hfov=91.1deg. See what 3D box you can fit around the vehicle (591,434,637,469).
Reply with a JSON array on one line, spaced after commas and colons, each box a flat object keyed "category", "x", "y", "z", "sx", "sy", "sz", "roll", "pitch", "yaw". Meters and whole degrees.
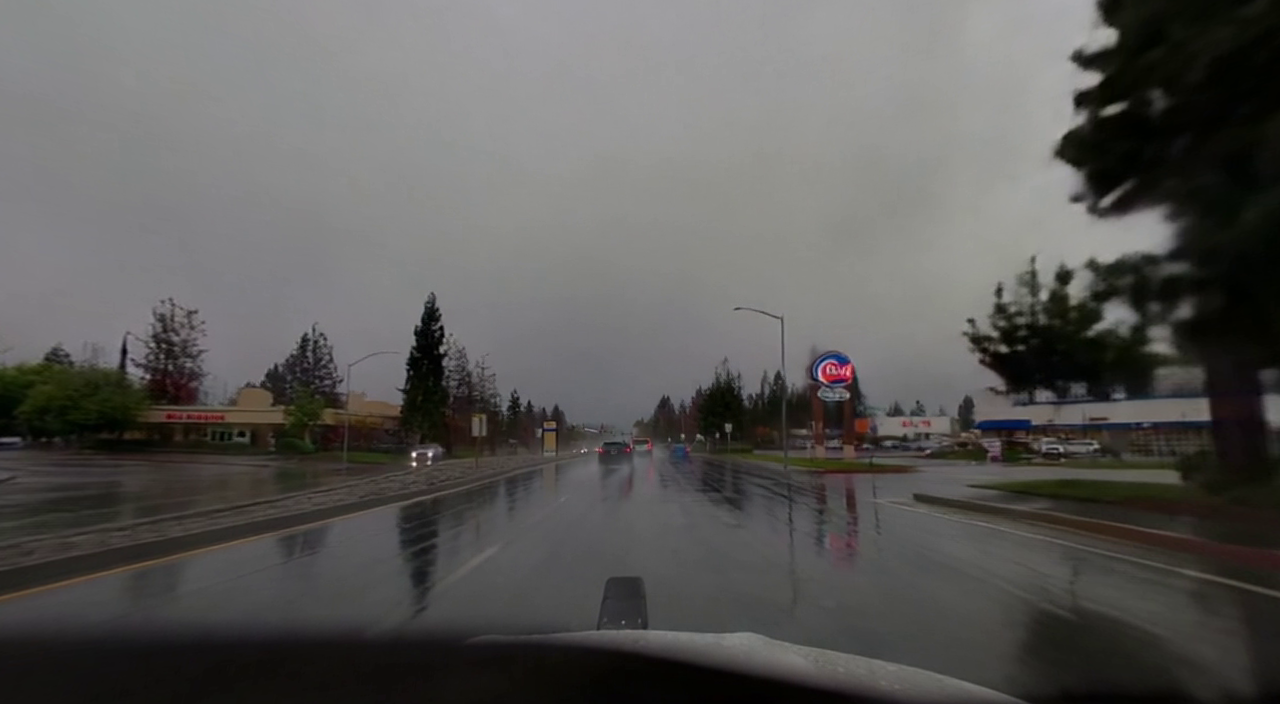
[{"category": "vehicle", "x": -1.418, "y": 5.827, "z": 36.967, "sx": 2.222, "sy": 1.899, "sz": 5.006, "roll": 0, "pitch": -8, "yaw": 3}]
